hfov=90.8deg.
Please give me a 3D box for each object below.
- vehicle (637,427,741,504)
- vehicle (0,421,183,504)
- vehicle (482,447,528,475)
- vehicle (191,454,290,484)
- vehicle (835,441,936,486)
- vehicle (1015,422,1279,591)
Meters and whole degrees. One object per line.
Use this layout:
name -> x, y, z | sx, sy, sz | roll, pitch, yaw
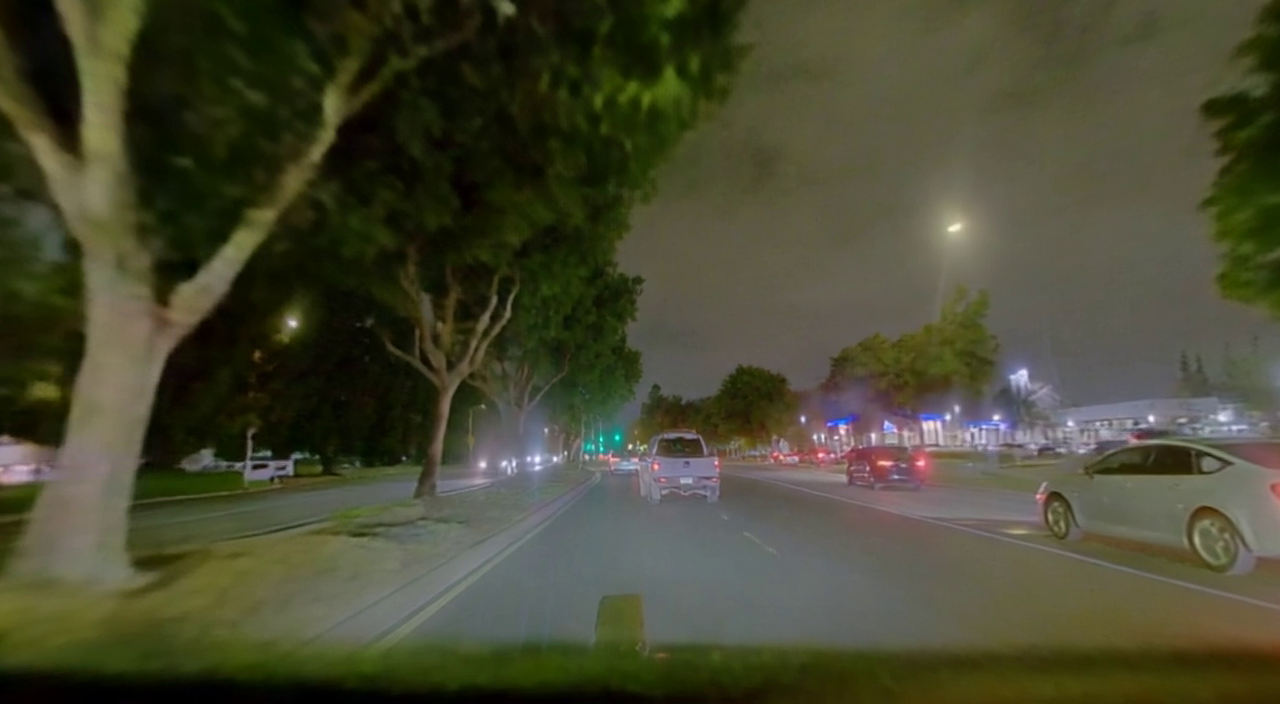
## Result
vehicle -> 1.210, 3.180, 18.082 | 2.300, 1.870, 4.936 | 0, -9, -3
vehicle -> -26.343, 5.063, 28.841 | 8.231, 3.396, 3.340 | -1, -10, 1
vehicle -> -8.902, 7.200, 42.048 | 2.196, 1.717, 4.453 | 0, -9, -1
vehicle -> -28.403, 8.298, 44.934 | 5.966, 1.957, 2.305 | -3, -9, 13
vehicle -> 9.103, 4.153, 23.861 | 1.894, 1.517, 4.419 | 0, -9, -2
vehicle -> 6.632, 1.612, 7.196 | 1.994, 1.488, 4.313 | 0, -9, -1
